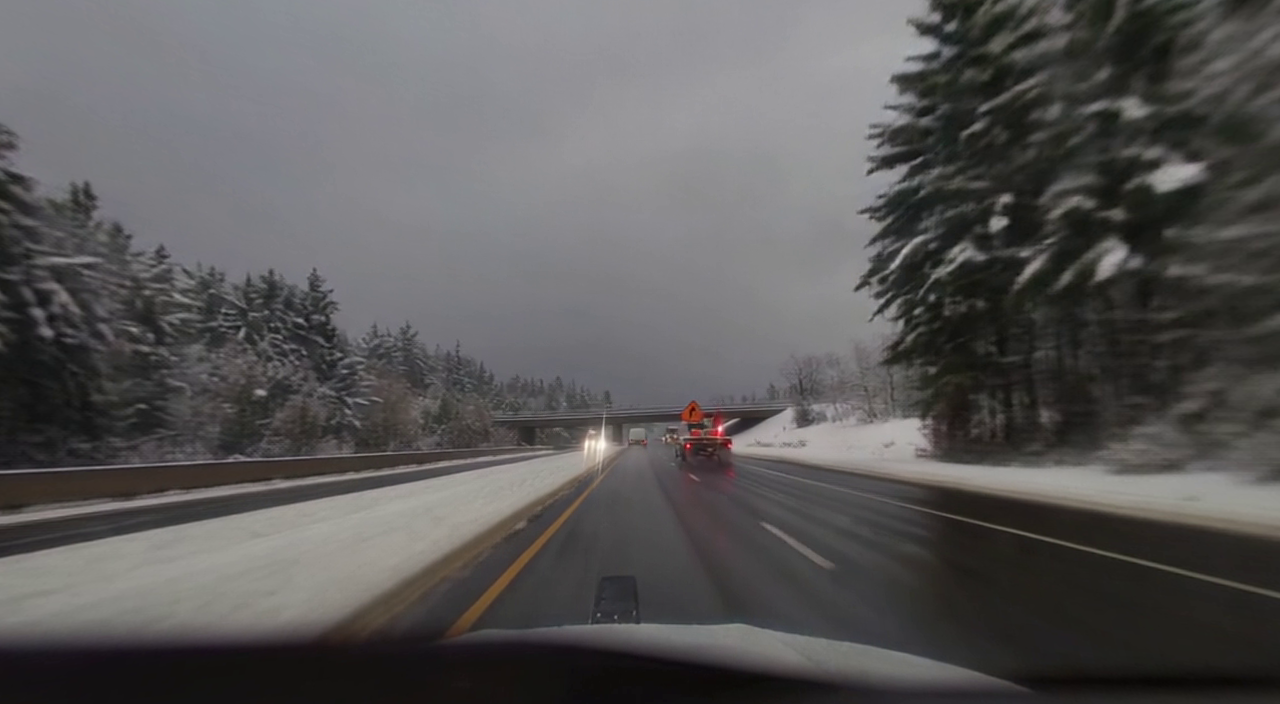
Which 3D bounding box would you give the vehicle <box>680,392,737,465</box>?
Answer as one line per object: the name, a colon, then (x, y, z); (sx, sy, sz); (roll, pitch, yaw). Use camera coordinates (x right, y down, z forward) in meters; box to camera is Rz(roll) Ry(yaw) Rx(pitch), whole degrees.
vehicle: (4.233, 4.866, 40.036); (2.875, 4.206, 4.999); (-2, -7, -1)
